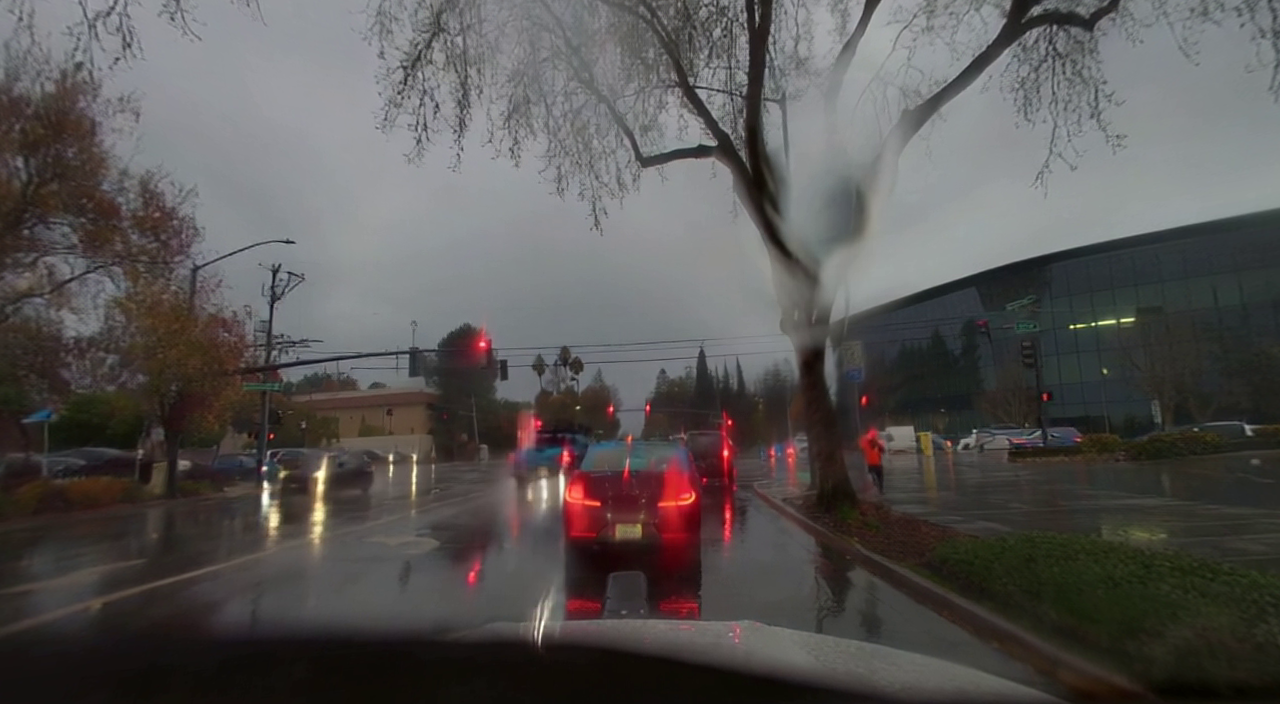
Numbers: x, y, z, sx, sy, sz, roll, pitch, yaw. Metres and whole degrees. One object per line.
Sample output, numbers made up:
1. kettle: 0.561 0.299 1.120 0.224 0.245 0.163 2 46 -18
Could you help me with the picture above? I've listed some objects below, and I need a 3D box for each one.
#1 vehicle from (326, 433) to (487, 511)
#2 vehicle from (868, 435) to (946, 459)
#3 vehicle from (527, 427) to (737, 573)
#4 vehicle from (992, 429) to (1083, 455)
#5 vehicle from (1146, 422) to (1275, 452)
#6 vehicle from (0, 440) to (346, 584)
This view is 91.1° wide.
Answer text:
1. vehicle: -6.156 3.218 17.441 2.230 1.811 5.183 -1 -9 3
2. vehicle: 17.502 6.217 41.137 4.441 1.452 1.798 -5 -10 30
3. vehicle: -0.053 1.858 8.674 2.182 1.501 4.150 0 -9 1
4. vehicle: 23.809 5.437 37.750 4.454 1.440 1.816 -5 -10 30
5. vehicle: 30.519 4.602 33.802 4.739 1.472 1.804 -5 -10 30
6. vehicle: -6.330 2.066 9.028 1.948 1.530 4.283 0 -9 3
